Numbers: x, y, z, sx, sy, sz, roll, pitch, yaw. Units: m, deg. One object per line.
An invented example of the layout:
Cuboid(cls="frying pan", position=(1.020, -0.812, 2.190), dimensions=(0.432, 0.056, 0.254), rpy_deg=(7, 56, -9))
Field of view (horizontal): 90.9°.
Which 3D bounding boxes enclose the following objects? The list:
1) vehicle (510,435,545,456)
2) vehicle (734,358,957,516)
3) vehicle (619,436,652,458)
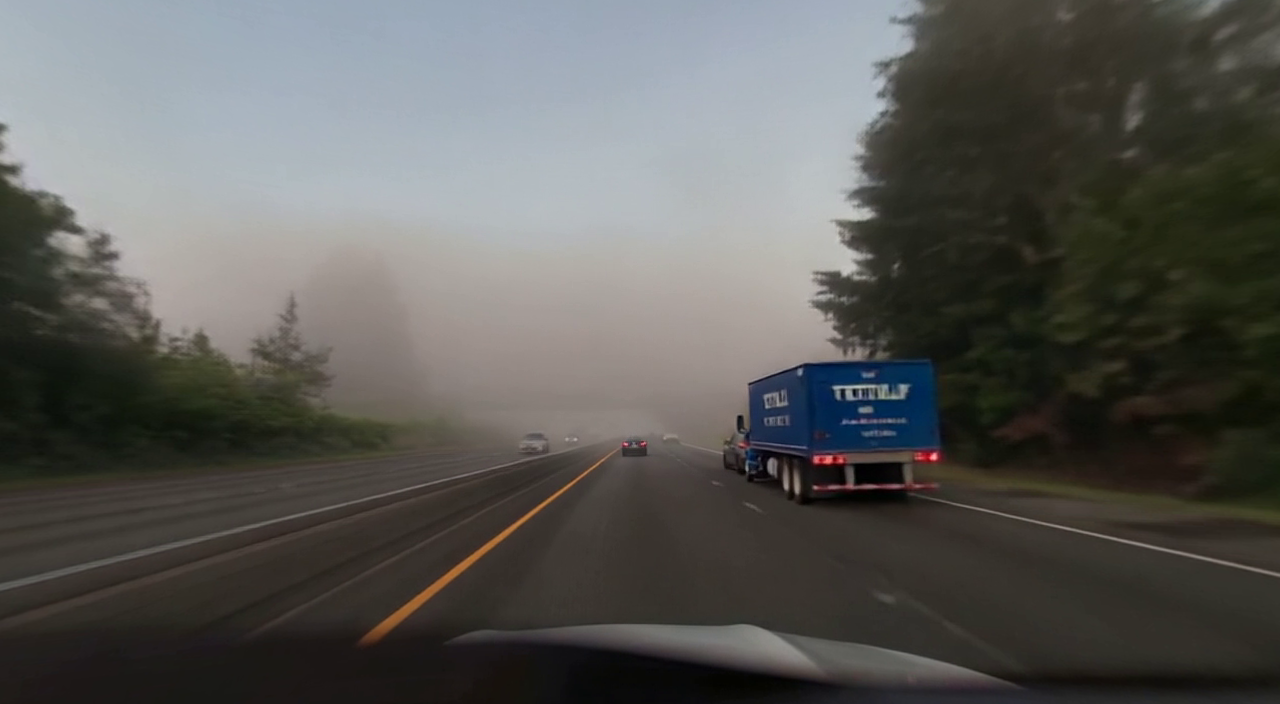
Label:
Cuboid(cls="vehicle", position=(-8.627, 7.197, 48.754), dimensions=(1.973, 1.519, 4.176), rpy_deg=(0, -7, 0))
Cuboid(cls="vehicle", position=(4.078, 1.904, 14.326), dimensions=(2.715, 2.746, 6.550), rpy_deg=(0, -7, -1))
Cuboid(cls="vehicle", position=(-0.288, 5.991, 40.067), dimensions=(1.996, 1.325, 4.029), rpy_deg=(0, -7, 0))
